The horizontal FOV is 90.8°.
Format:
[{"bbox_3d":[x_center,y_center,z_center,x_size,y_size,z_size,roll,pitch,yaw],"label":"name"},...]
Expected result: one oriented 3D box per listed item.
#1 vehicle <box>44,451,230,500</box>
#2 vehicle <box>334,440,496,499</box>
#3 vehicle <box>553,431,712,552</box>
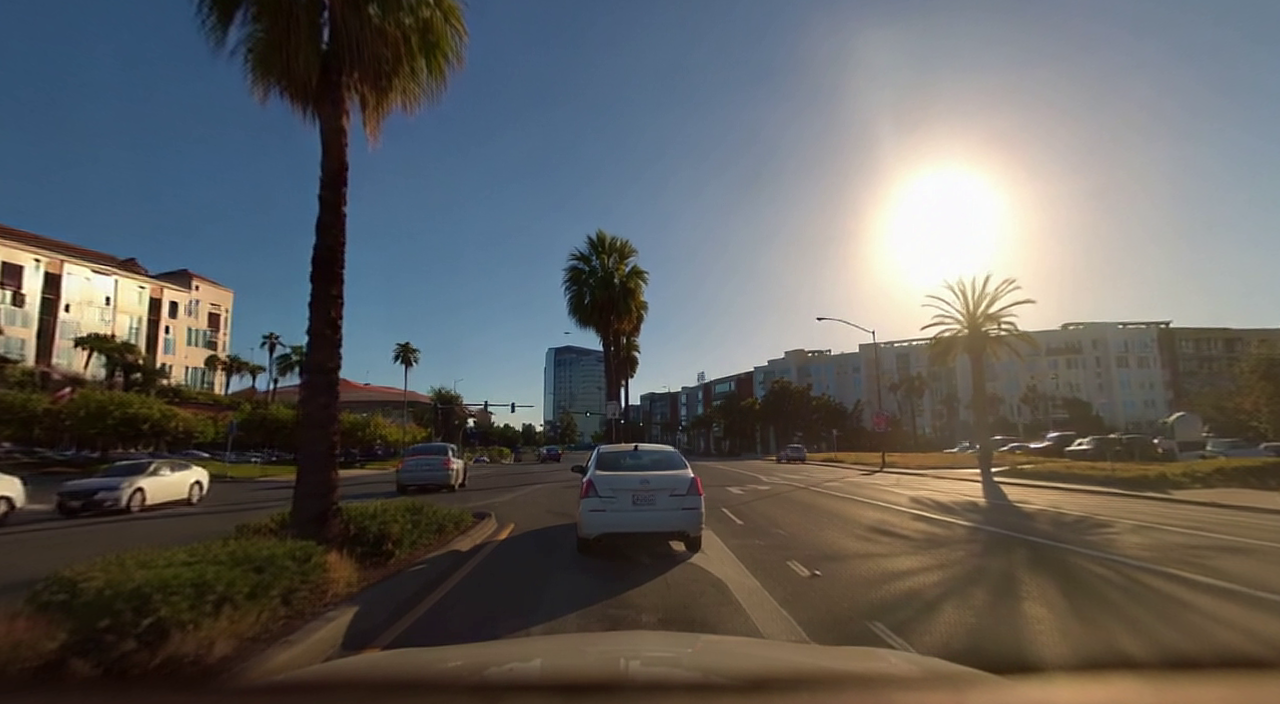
[{"bbox_3d":[-16.667,4.076,21.092,4.585,1.479,2.088,-1,-9,5],"label":"vehicle"},{"bbox_3d":[-6.671,3.410,18.708,4.457,1.552,2.095,-5,-10,31],"label":"vehicle"},{"bbox_3d":[-0.288,2.057,10.106,1.986,1.473,4.382,1,-9,-5],"label":"vehicle"}]
